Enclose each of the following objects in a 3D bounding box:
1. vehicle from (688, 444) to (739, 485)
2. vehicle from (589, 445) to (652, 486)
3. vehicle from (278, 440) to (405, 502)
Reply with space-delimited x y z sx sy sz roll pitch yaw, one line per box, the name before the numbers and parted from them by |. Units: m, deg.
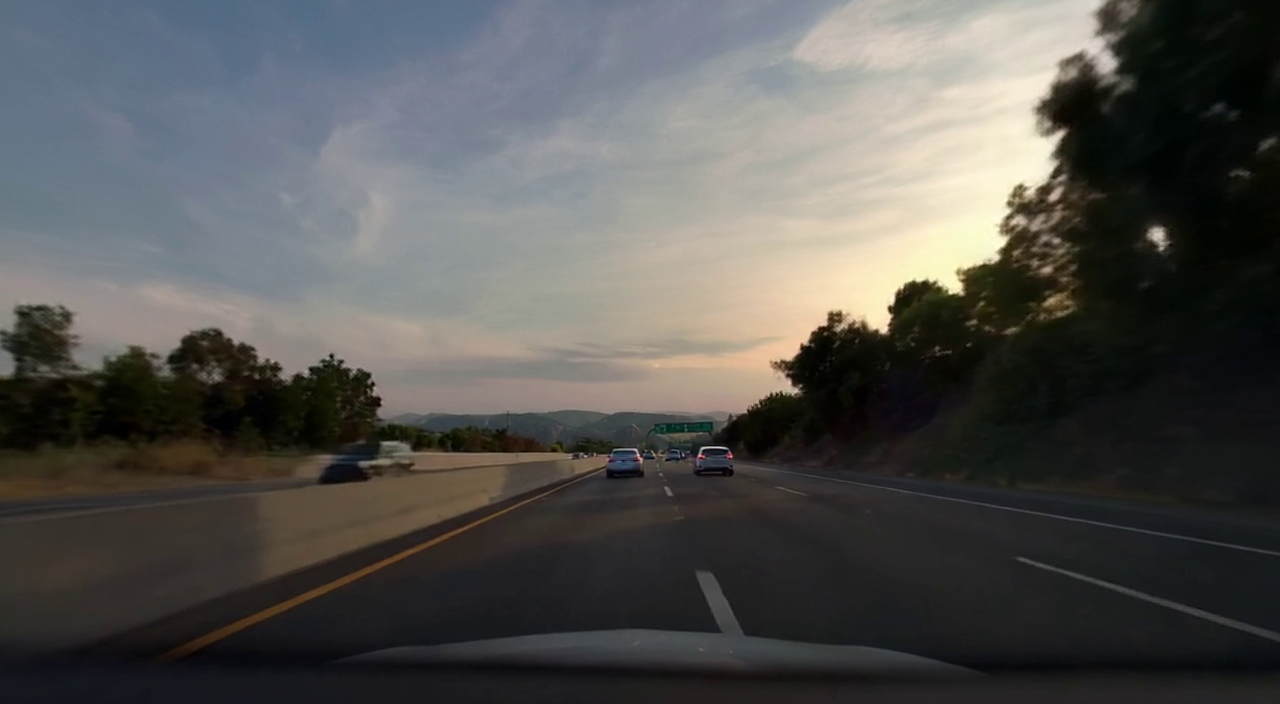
vehicle | 3.133 4.771 26.886 1.969 1.595 3.964 -1 -9 6
vehicle | -0.752 4.796 26.870 2.084 1.594 4.219 -1 -9 6
vehicle | -10.617 4.242 22.875 2.164 1.955 5.285 0 -9 -2
